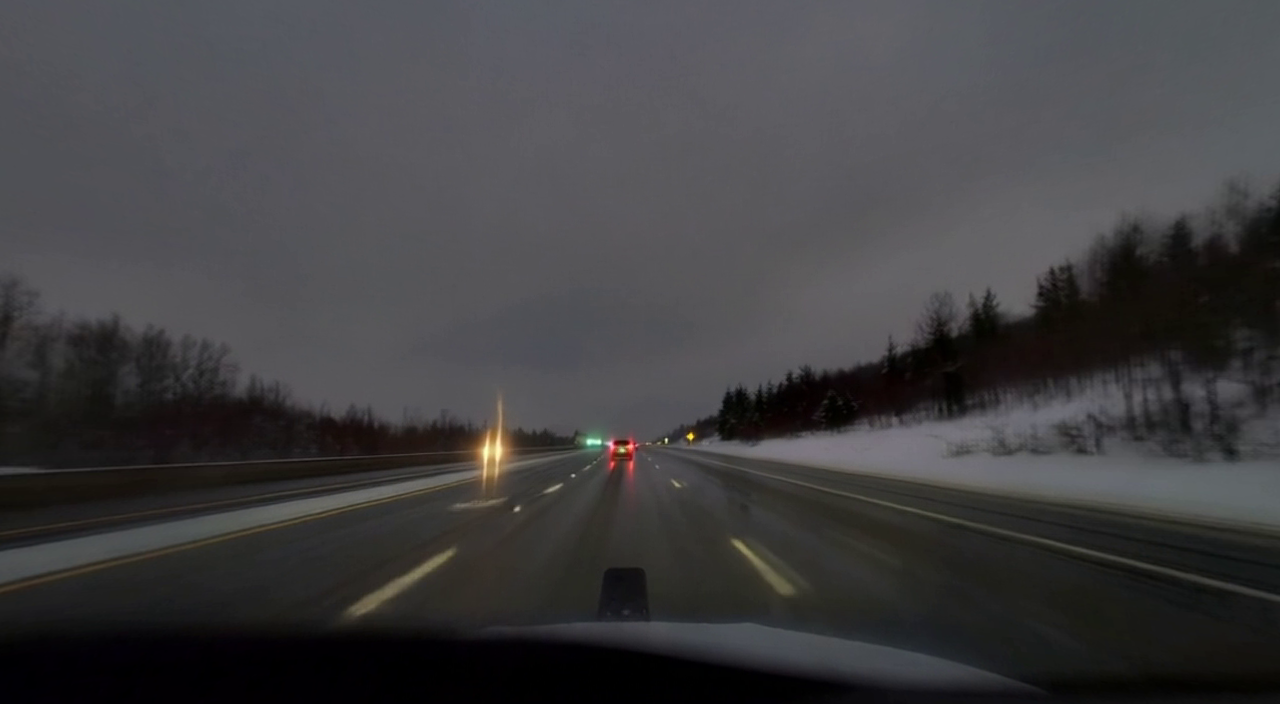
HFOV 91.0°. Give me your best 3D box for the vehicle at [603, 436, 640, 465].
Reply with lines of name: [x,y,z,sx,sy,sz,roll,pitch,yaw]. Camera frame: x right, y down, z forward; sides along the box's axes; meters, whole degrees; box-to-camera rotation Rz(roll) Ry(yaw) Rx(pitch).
vehicle: [-1.119,5.991,38.401,2.111,1.635,4.177,0,-8,-1]
